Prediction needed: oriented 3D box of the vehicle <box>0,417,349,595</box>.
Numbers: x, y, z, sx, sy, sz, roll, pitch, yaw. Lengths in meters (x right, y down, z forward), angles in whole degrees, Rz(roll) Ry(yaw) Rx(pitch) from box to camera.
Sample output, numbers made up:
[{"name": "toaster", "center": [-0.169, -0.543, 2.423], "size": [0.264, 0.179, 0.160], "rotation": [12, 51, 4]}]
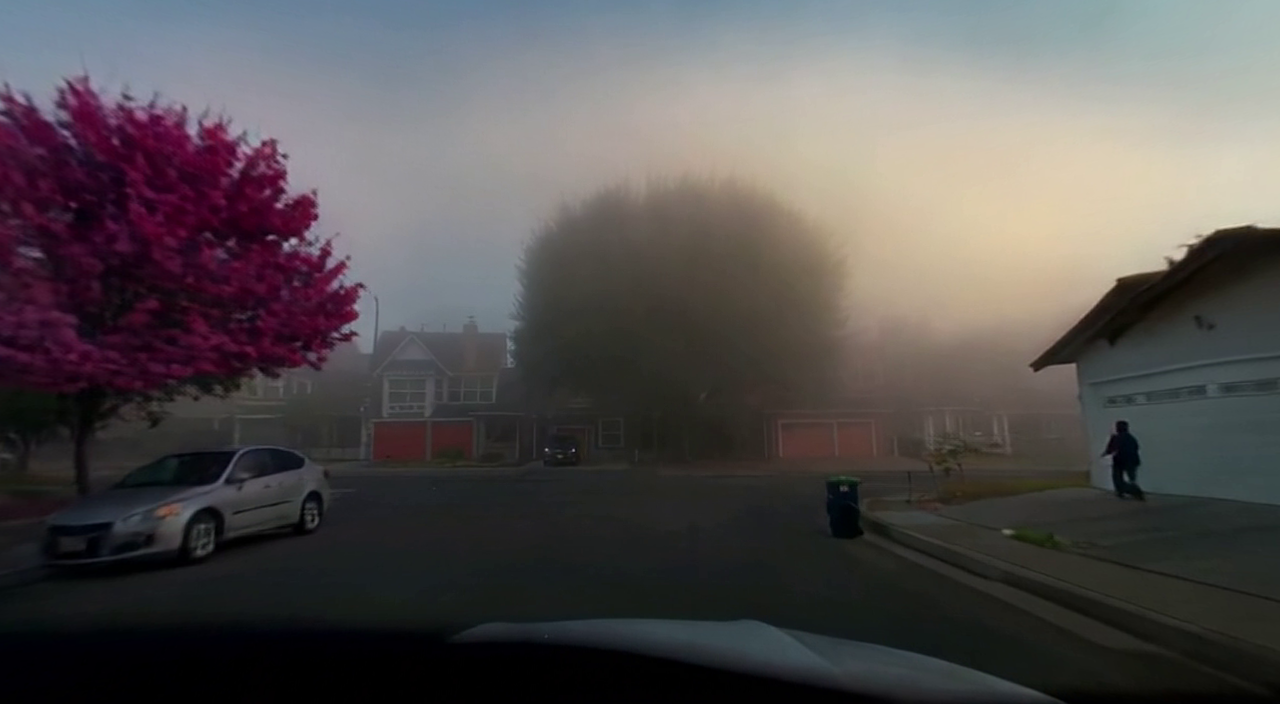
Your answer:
[{"name": "vehicle", "center": [-6.061, 1.861, 8.601], "size": [2.087, 1.697, 4.892], "rotation": [0, -9, -4]}]

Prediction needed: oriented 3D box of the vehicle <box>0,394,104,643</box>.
[{"name": "vehicle", "center": [-5.765, 0.974, 2.989], "size": [2.139, 1.783, 4.717], "rotation": [0, -9, 2]}]

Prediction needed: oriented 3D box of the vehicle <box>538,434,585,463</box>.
[{"name": "vehicle", "center": [-4.321, 5.409, 35.422], "size": [1.968, 1.491, 4.486], "rotation": [0, -9, 2]}]
